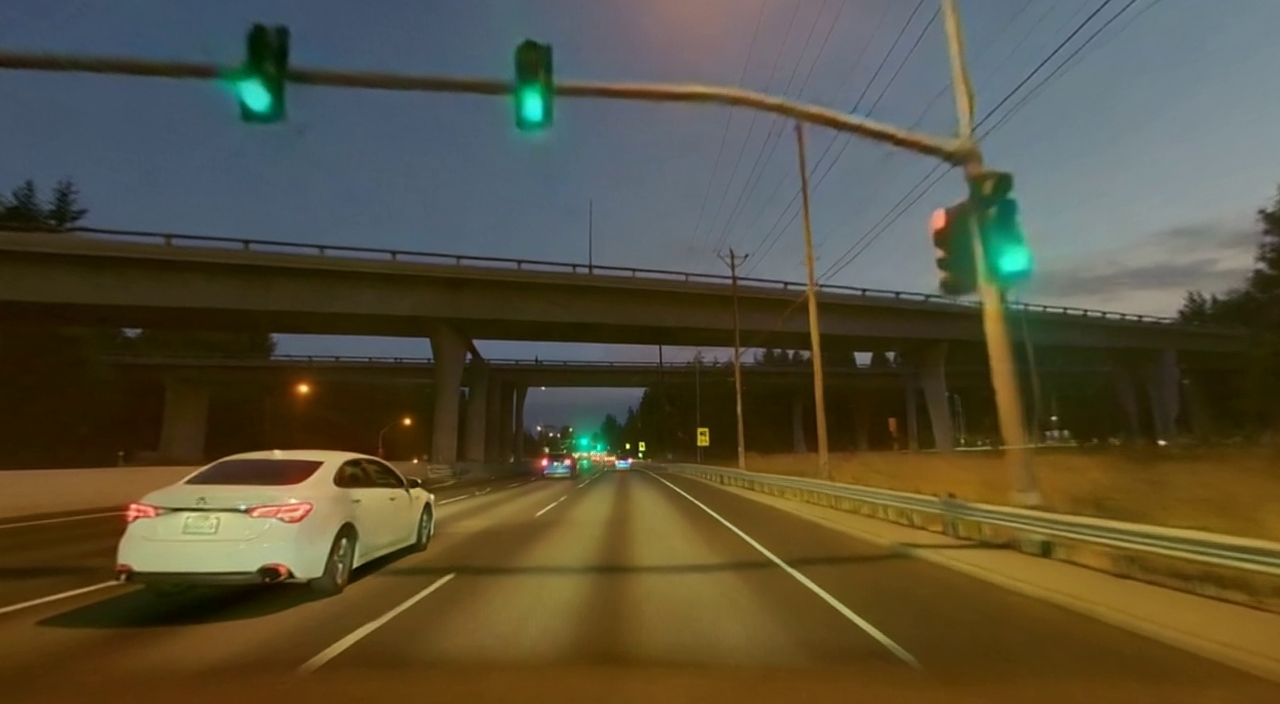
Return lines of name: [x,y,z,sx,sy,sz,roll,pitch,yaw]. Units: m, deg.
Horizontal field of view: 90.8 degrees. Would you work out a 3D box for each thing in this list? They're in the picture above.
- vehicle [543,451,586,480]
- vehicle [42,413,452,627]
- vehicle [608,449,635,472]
vehicle: [-4.059,6.151,34.582,1.946,1.437,4.154,0,-8,-1]
vehicle: [-3.743,1.644,7.191,1.925,1.666,4.271,0,-8,-1]
vehicle: [-1.417,8.192,47.837,1.985,1.565,3.968,0,-8,-2]
